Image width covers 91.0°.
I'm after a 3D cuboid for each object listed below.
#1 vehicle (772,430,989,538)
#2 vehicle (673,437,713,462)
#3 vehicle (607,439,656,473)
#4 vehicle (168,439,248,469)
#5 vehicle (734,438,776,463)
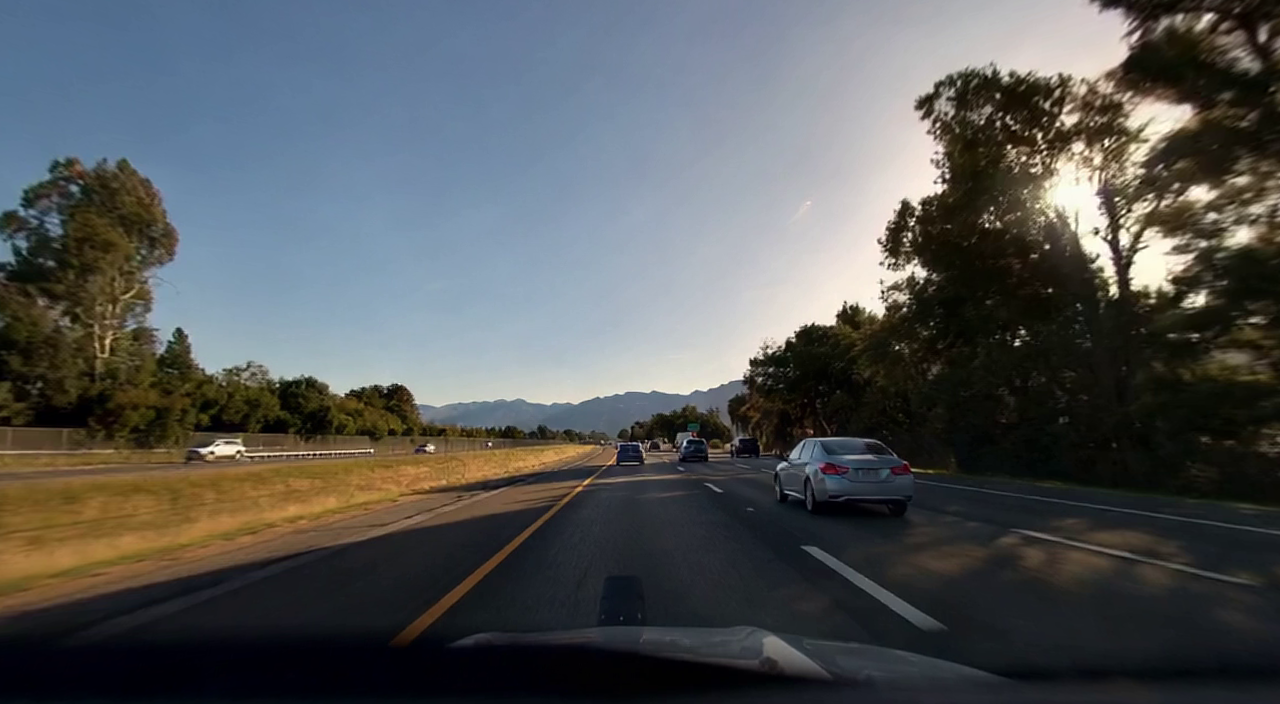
[{"bbox_3d":[3.713,2.109,10.709,1.957,1.447,4.241,0,-8,-1],"label":"vehicle"},{"bbox_3d":[3.761,7.007,45.226,2.436,1.704,4.694,0,-8,0],"label":"vehicle"},{"bbox_3d":[-0.358,4.722,28.725,2.085,1.449,3.860,0,-8,0],"label":"vehicle"},{"bbox_3d":[-28.235,6.672,41.332,1.948,1.867,4.621,0,-8,0],"label":"vehicle"},{"bbox_3d":[7.720,6.657,42.698,1.996,1.637,3.990,0,-8,-1],"label":"vehicle"}]
